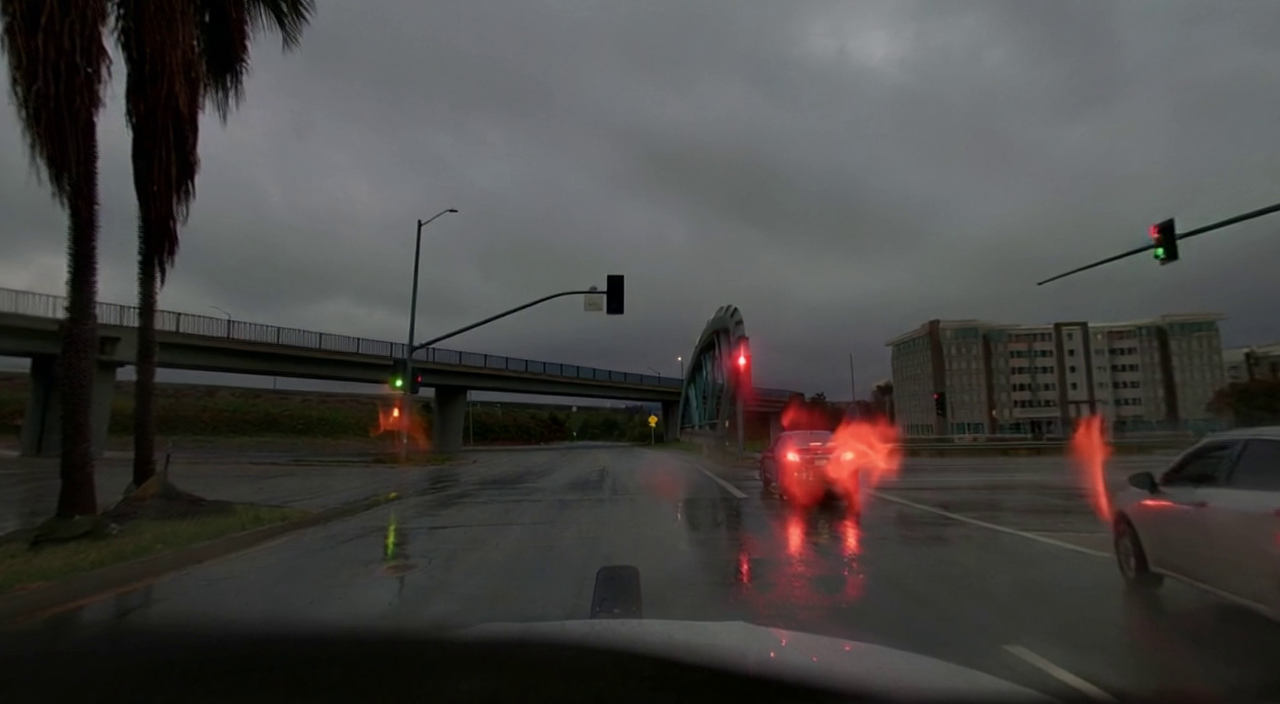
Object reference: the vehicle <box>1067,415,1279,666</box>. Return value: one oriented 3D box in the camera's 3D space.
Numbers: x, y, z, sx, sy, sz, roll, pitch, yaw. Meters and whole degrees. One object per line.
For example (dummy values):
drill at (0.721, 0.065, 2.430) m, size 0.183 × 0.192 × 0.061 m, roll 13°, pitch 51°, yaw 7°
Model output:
vehicle at (4.845, 1.152, 3.959) m, size 1.959 × 1.485 × 4.628 m, roll -2°, pitch -9°, yaw 13°
